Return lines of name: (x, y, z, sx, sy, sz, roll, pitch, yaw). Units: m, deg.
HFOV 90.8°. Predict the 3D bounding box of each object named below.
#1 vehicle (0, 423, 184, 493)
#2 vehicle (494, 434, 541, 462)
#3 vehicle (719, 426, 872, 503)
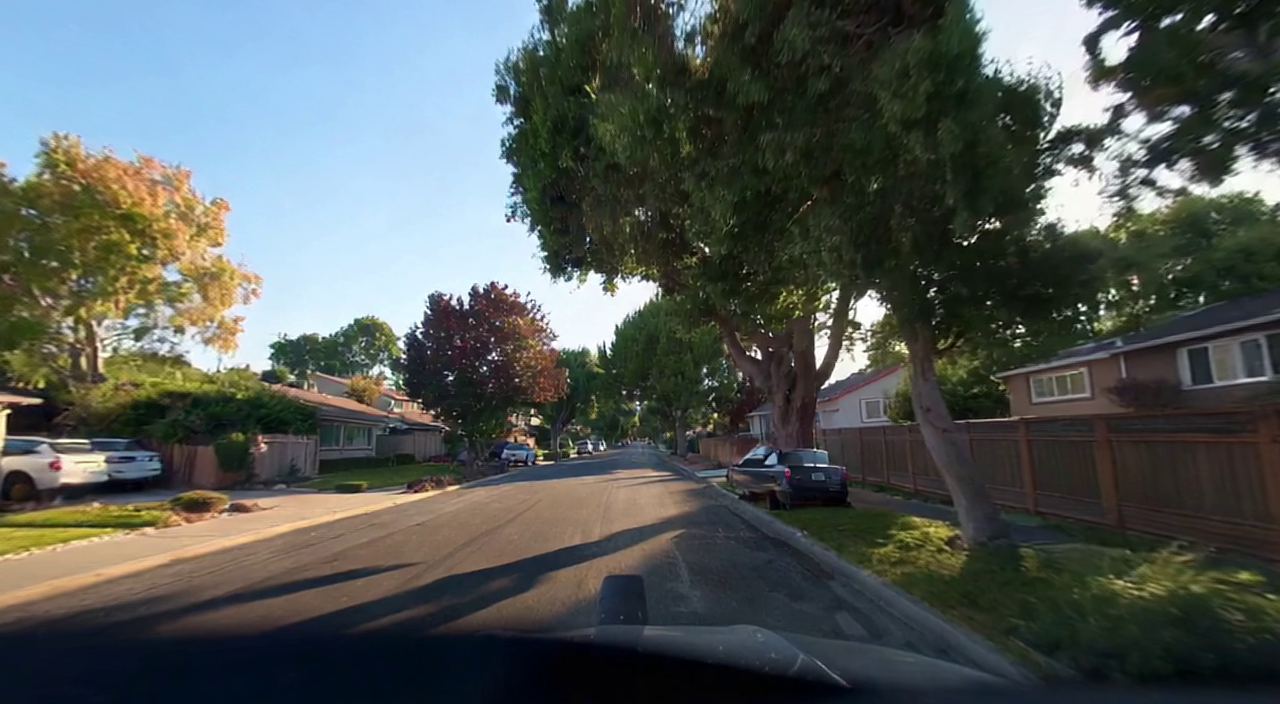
vehicle: (-16.031, 3.038, 18.371, 2.017, 1.746, 4.718, 0, -8, 0)
vehicle: (-8.671, 6.903, 45.187, 2.352, 1.843, 4.979, -1, -10, 0)
vehicle: (3.497, 2.674, 15.496, 2.291, 1.546, 5.204, 0, -8, -1)
